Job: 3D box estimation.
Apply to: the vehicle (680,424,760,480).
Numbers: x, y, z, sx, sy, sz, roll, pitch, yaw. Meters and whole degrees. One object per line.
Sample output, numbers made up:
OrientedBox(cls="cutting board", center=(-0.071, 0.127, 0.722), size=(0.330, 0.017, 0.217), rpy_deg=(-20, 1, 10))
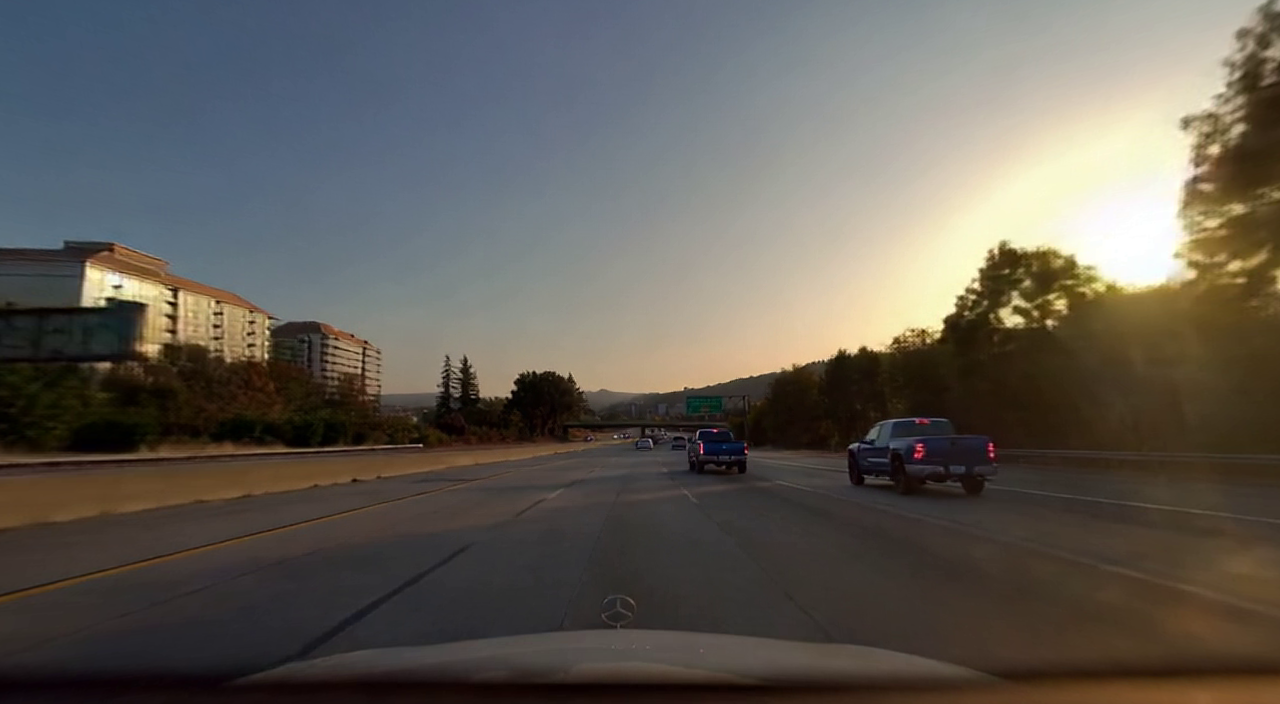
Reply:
OrientedBox(cls="vehicle", center=(3.070, 4.011, 25.480), size=(2.462, 1.984, 4.718), rpy_deg=(0, -9, -2))

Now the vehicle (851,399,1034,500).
OrientedBox(cls="vehicle", center=(7.766, 2.606, 17.071), size=(2.158, 2.268, 5.396), rpy_deg=(0, -9, -1))
